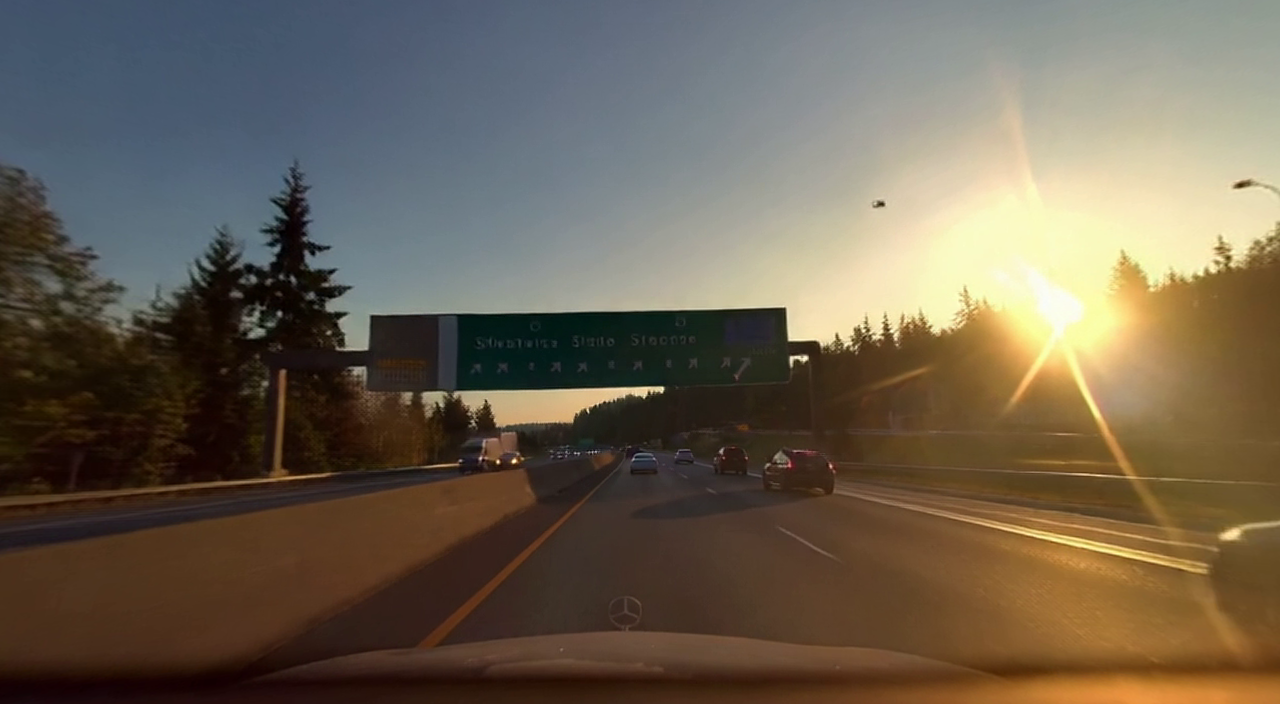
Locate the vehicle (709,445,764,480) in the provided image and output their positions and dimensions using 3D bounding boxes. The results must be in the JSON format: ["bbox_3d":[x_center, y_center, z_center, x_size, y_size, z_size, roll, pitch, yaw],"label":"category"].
[{"bbox_3d":[4.709,5.477,31.469,1.969,1.639,4.472,0,-9,-1],"label":"vehicle"}]

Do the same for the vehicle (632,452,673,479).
[{"bbox_3d":[0.613,5.953,33.300,2.012,1.320,3.777,0,-9,0],"label":"vehicle"}]

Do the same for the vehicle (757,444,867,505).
[{"bbox_3d":[4.658,3.373,17.688,1.952,1.495,3.740,0,-9,-1],"label":"vehicle"}]
